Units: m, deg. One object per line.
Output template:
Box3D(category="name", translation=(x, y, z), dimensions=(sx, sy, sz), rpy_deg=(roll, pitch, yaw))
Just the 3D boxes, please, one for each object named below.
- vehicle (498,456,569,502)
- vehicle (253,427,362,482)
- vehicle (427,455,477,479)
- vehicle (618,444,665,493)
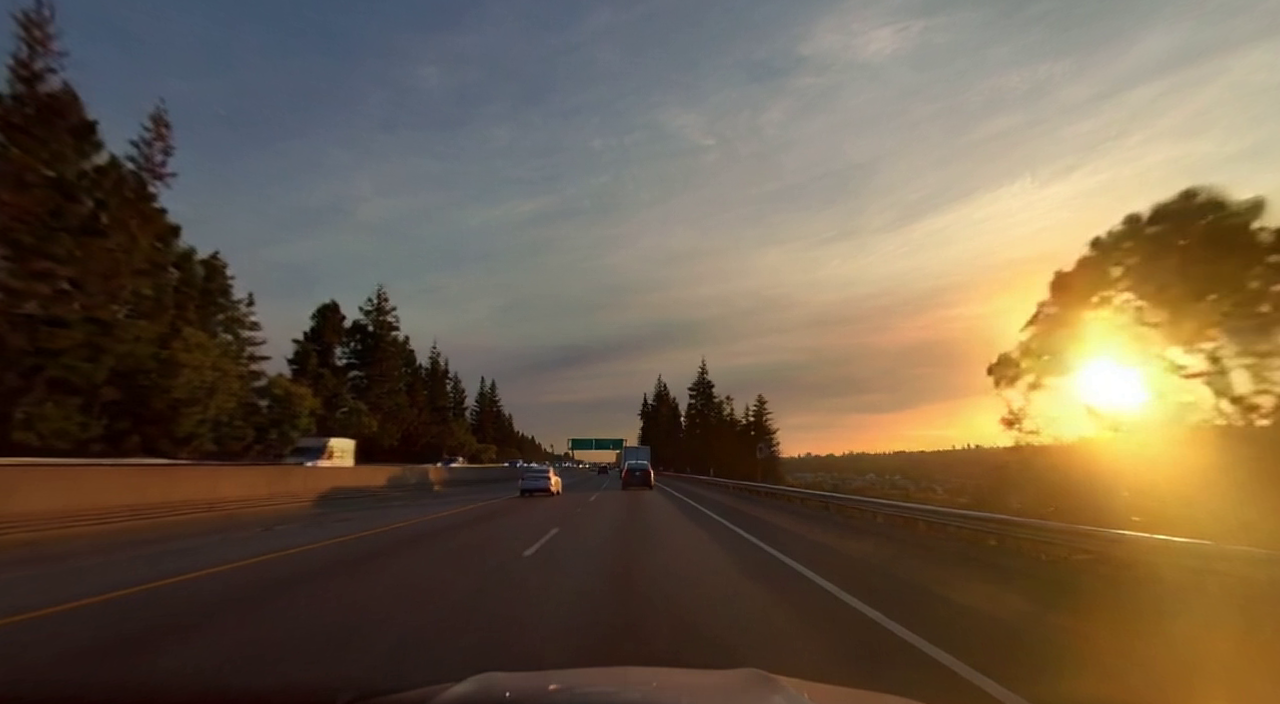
Box3D(category="vehicle", translation=(-4.103, 5.014, 25.032), dimensions=(2.100, 1.605, 3.883), rpy_deg=(1, -10, 0))
Box3D(category="vehicle", translation=(-17.338, 5.478, 33.304), dimensions=(2.482, 2.549, 5.866), rpy_deg=(1, -10, 0))
Box3D(category="vehicle", translation=(-12.674, 7.820, 42.750), dimensions=(1.918, 1.510, 4.728), rpy_deg=(1, -10, 0))
Box3D(category="vehicle", translation=(-0.007, 6.773, 36.716), dimensions=(2.482, 2.549, 5.447), rpy_deg=(1, -10, -2))
